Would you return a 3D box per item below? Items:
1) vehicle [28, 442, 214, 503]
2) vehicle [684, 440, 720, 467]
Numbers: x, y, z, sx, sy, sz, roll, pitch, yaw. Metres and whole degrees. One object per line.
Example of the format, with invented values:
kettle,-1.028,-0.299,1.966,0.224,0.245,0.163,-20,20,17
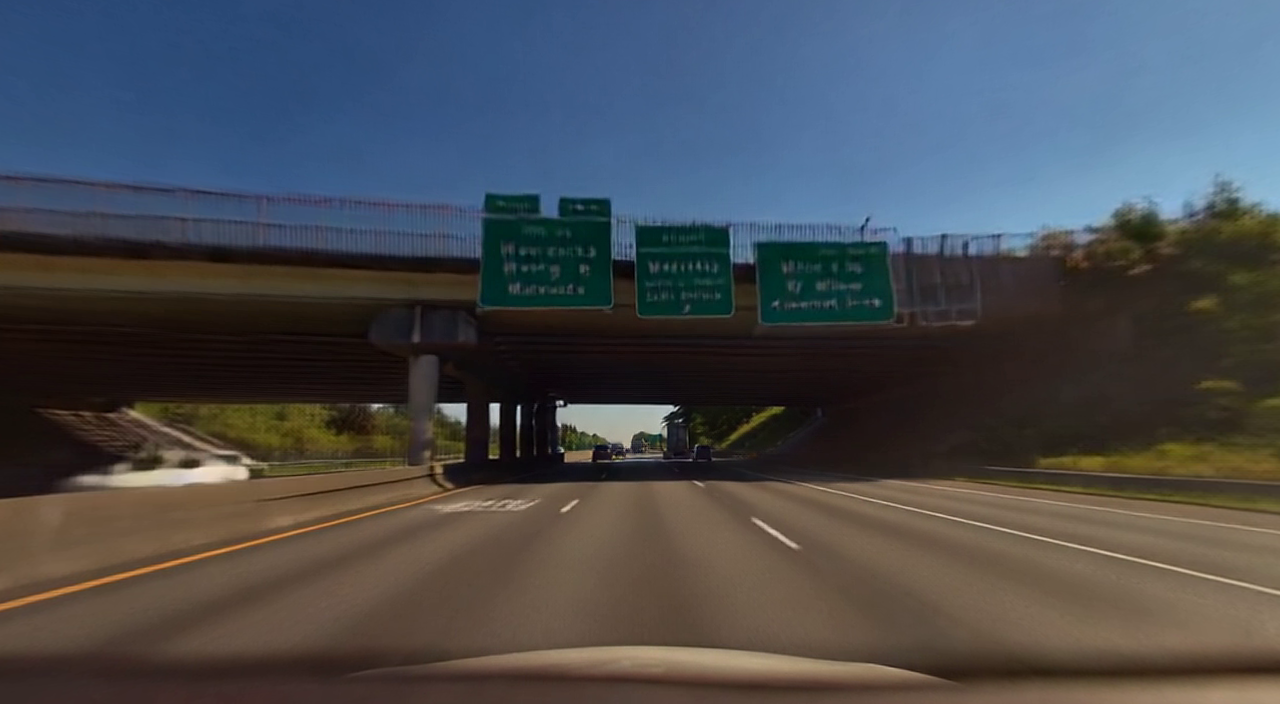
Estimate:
vehicle,-15.380,3.559,19.082,1.948,1.617,4.249,0,-9,0
vehicle,4.555,7.509,46.941,2.100,1.889,4.969,0,-9,-1
